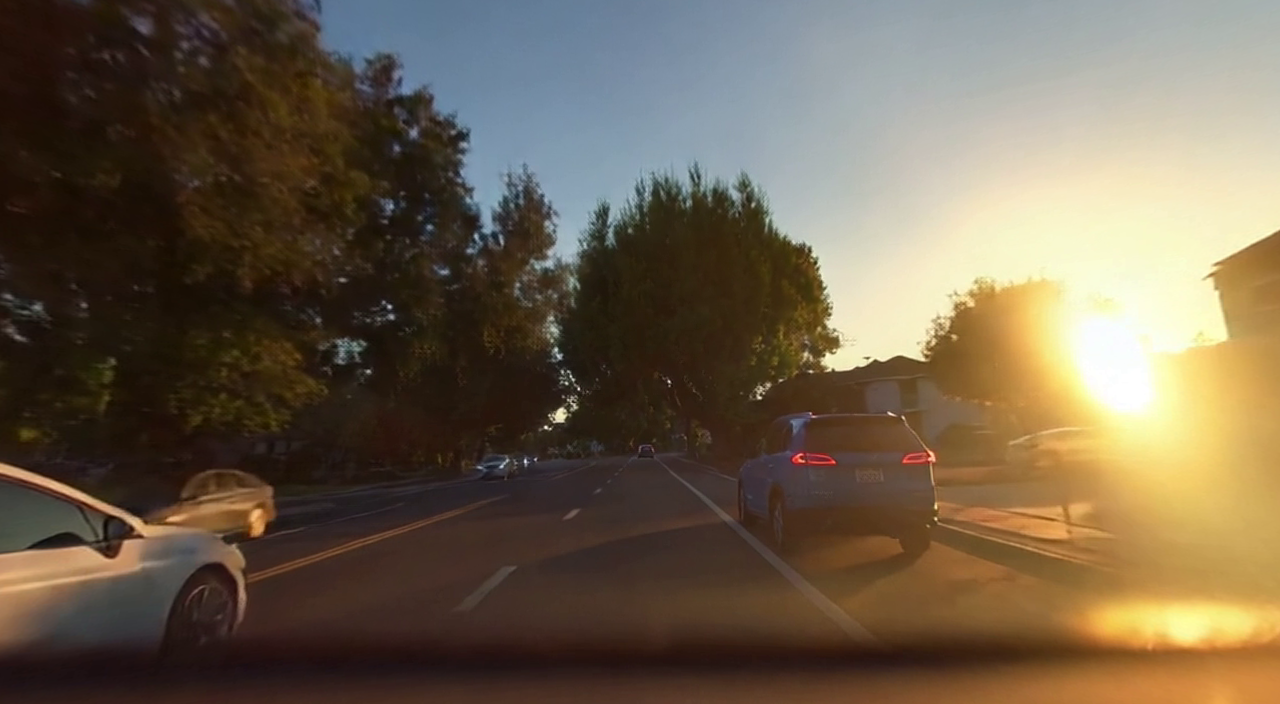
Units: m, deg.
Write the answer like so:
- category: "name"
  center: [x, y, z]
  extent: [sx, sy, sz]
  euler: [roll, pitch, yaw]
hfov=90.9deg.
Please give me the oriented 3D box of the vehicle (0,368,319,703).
- category: "vehicle"
  center: [-3.251, 0.875, 2.006]
  extent: [2.058, 1.659, 4.514]
  euler: [-1, -8, 0]

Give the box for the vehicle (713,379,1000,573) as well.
- category: "vehicle"
  center: [2.665, 1.741, 9.673]
  extent: [2.338, 2.063, 5.592]
  euler: [0, -8, -1]

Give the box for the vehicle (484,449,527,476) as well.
- category: "vehicle"
  center: [-9.381, 7.731, 44.195]
  extent: [2.058, 1.718, 4.232]
  euler: [-1, -8, 0]

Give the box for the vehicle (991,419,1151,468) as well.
- category: "vehicle"
  center: [15.929, 3.400, 23.489]
  extent: [4.392, 1.701, 1.991]
  euler: [-1, -8, 2]
